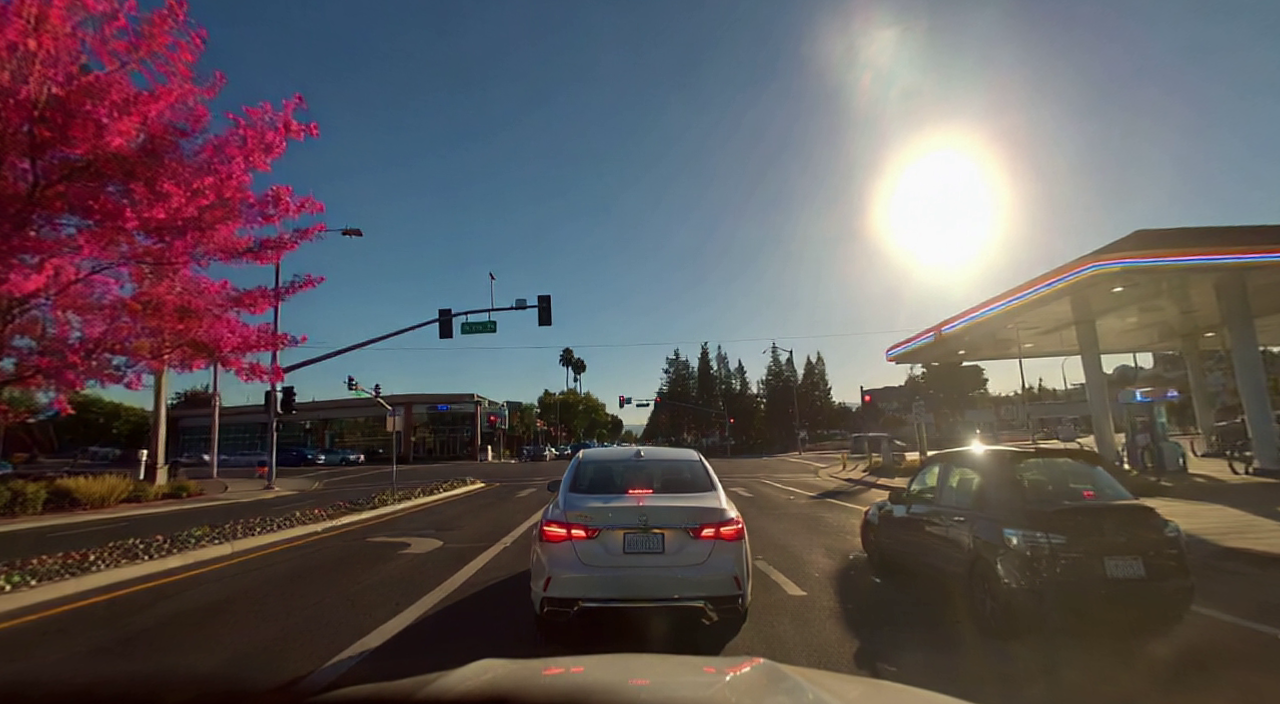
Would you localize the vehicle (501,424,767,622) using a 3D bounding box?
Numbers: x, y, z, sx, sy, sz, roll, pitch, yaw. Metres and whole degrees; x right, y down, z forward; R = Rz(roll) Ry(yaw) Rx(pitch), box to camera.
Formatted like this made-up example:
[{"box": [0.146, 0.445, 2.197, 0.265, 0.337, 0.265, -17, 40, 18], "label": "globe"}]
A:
[{"box": [-0.045, 1.601, 6.889, 2.010, 1.482, 4.057, 0, -8, 0], "label": "vehicle"}]

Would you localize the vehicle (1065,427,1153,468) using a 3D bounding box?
[{"box": [18.569, 3.757, 24.889, 4.091, 1.495, 2.053, 8, -12, -44], "label": "vehicle"}]

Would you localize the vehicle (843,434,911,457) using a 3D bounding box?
[{"box": [16.344, 6.491, 43.621, 3.975, 1.563, 1.755, -1, -8, 4], "label": "vehicle"}]
